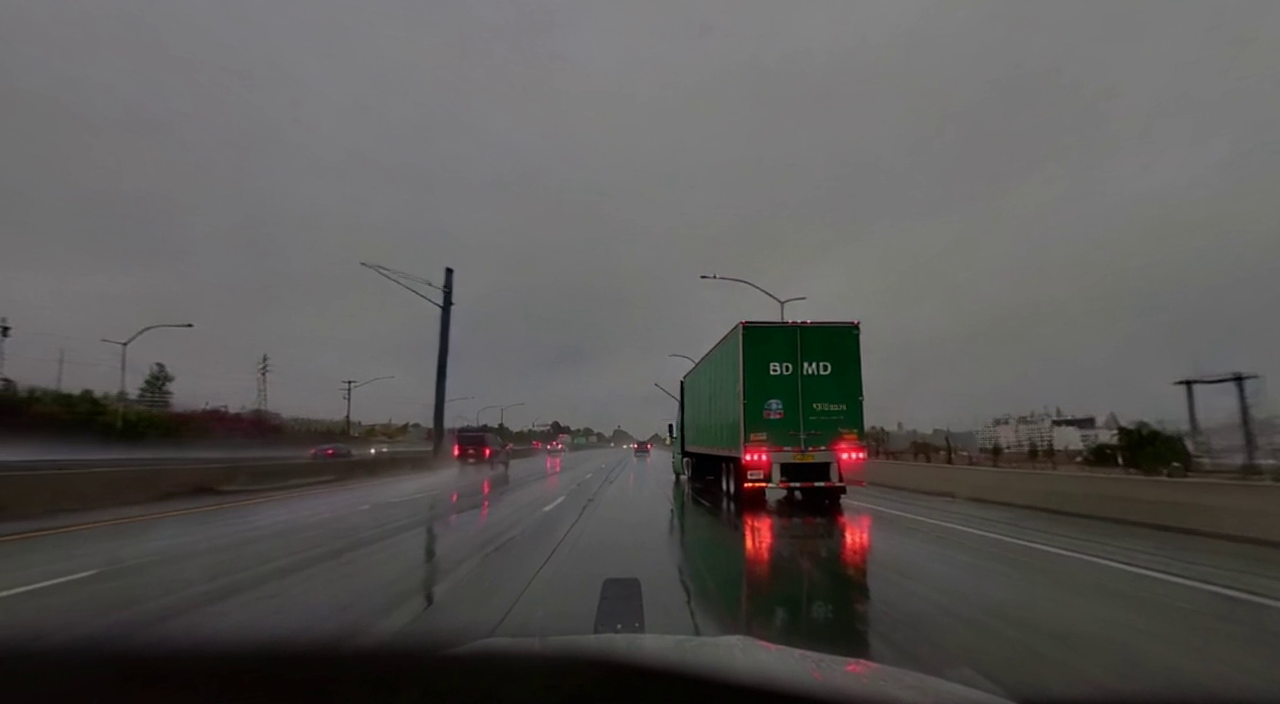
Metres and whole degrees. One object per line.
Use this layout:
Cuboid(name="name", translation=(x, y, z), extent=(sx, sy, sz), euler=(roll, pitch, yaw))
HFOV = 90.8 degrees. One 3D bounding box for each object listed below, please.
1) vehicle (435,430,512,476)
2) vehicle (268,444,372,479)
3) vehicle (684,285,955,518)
Cuboid(name="vehicle", translation=(-7.451, 4.580, 28.885), extent=(2.100, 1.905, 5.119), euler=(0, -8, 0))
Cuboid(name="vehicle", translation=(-14.000, 4.795, 28.040), extent=(2.067, 1.398, 4.863), euler=(0, -8, 0))
Cuboid(name="vehicle", translation=(3.524, 1.885, 18.191), extent=(2.891, 3.944, 15.051), euler=(0, -8, -2))
